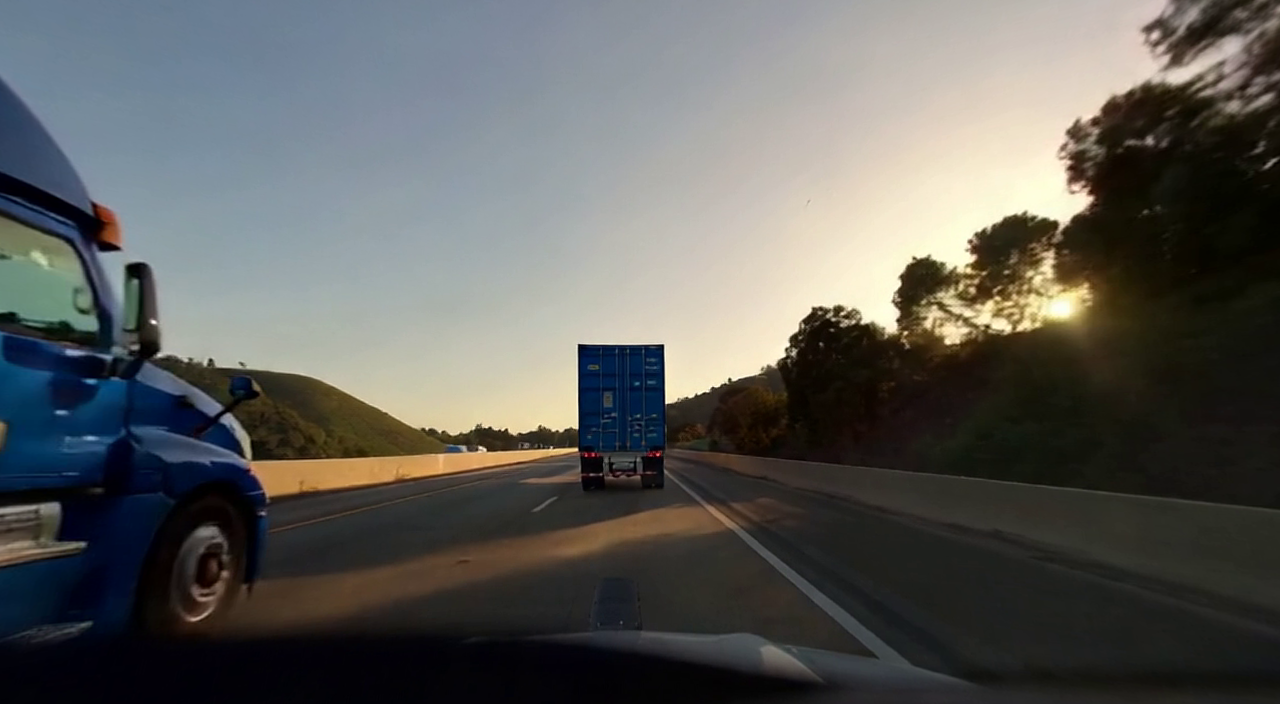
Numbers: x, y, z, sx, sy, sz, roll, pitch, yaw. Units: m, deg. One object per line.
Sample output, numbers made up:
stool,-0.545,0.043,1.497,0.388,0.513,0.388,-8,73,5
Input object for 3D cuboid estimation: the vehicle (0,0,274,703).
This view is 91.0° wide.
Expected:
vehicle,-4.117,-0.250,1.017,3.418,3.652,5.690,0,-9,1

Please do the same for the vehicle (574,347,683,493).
vehicle,-0.311,2.671,22.884,2.942,4.003,11.297,0,-9,0
